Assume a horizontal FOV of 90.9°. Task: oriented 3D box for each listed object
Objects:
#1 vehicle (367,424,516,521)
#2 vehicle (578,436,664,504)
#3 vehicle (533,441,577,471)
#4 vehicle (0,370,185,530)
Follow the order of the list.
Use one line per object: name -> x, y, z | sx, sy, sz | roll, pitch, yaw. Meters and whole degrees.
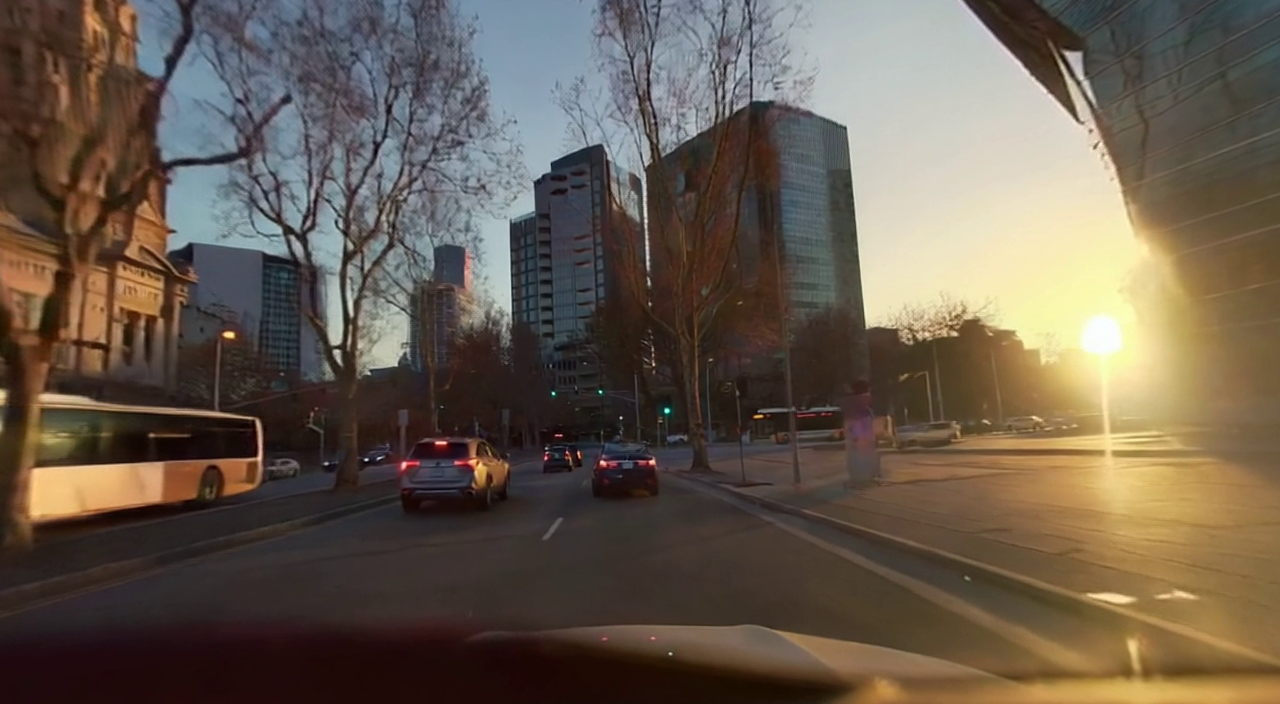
vehicle -> -3.772, 2.357, 12.736 | 1.848, 1.641, 3.686 | 0, -9, -1
vehicle -> -0.507, 2.932, 16.024 | 1.933, 1.504, 3.802 | 1, -9, -3
vehicle -> -4.572, 5.631, 34.353 | 1.961, 1.517, 4.202 | 1, -9, -2
vehicle -> -14.928, 2.095, 13.522 | 3.063, 3.298, 9.918 | 0, -9, -1
